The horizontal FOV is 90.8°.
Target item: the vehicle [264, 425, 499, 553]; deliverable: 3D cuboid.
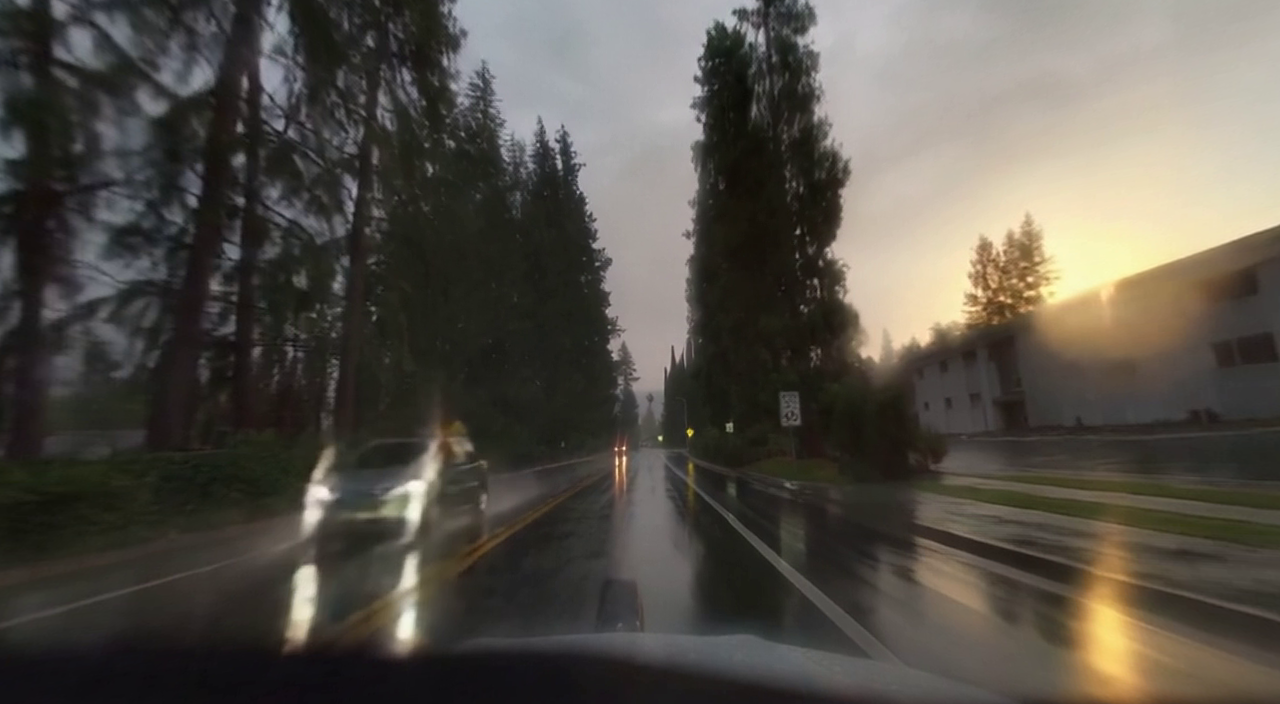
[{"bbox_3d":[-4.190,2.281,11.357,2.124,1.754,4.791,-1,-8,1],"label":"vehicle"}]
